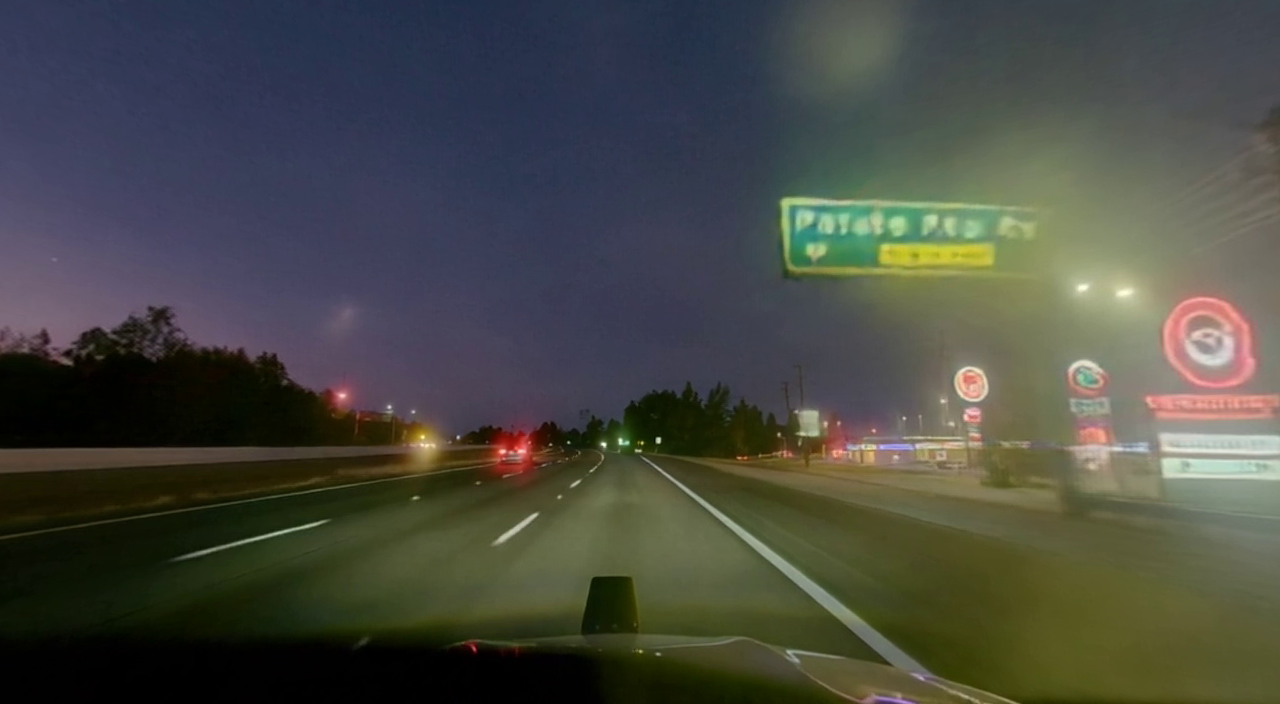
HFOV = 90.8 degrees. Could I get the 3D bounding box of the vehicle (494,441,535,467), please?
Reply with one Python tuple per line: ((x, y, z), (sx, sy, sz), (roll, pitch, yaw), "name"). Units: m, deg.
((-8.612, 7.008, 43.730), (2.053, 1.682, 4.423), (0, -8, -1), "vehicle")
